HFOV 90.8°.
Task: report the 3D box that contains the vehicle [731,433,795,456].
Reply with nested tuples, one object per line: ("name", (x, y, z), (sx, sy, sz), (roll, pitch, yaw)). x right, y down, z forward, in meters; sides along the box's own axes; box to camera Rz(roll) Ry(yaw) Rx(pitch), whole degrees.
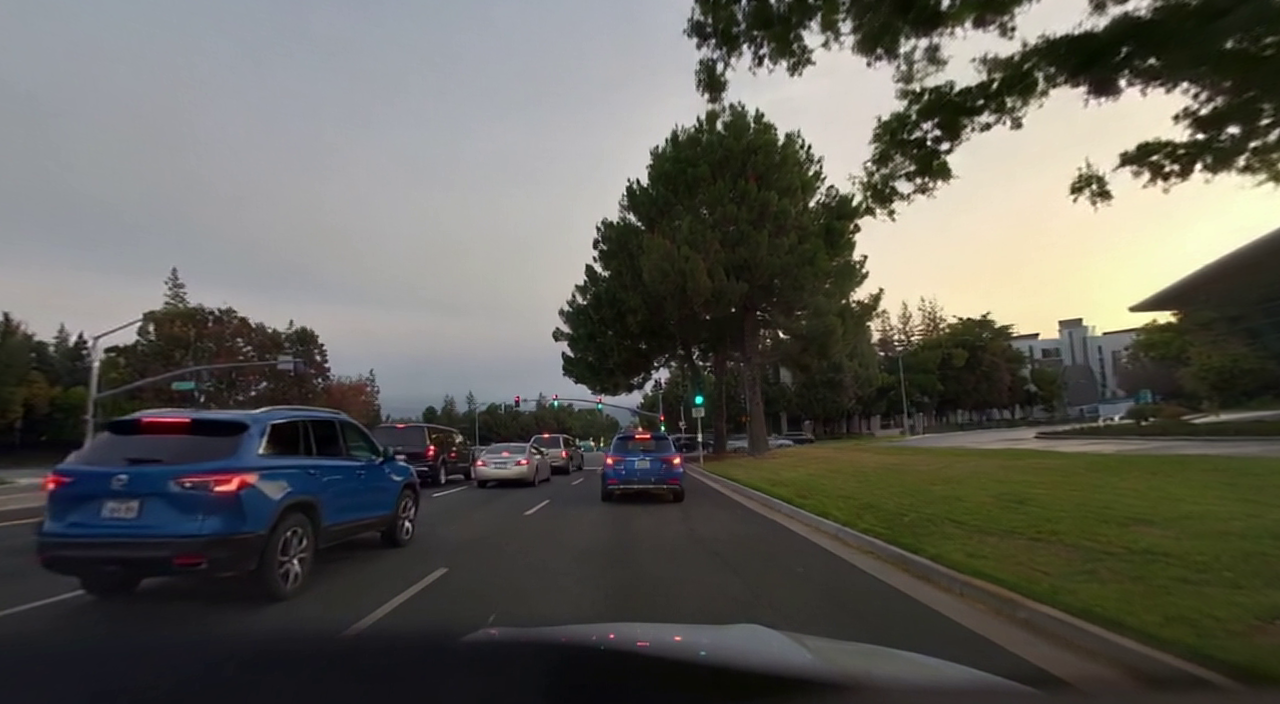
("vehicle", (8.623, 6.538, 44.638), (4.265, 1.498, 1.826), (-1, -9, 6))

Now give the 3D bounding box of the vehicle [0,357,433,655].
("vehicle", (-4.078, 1.384, 6.769), (2.088, 1.947, 5.119), (0, -9, -1))

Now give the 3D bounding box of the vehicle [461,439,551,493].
("vehicle", (-4.110, 3.569, 20.154), (1.942, 1.523, 4.212), (0, -9, 0))

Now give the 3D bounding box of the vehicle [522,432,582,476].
("vehicle", (-3.916, 4.652, 28.877), (2.043, 1.813, 4.549), (0, -9, 0))

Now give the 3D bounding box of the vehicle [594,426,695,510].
("vehicle", (0.081, 2.687, 15.079), (2.055, 1.681, 4.270), (0, -9, 0))
